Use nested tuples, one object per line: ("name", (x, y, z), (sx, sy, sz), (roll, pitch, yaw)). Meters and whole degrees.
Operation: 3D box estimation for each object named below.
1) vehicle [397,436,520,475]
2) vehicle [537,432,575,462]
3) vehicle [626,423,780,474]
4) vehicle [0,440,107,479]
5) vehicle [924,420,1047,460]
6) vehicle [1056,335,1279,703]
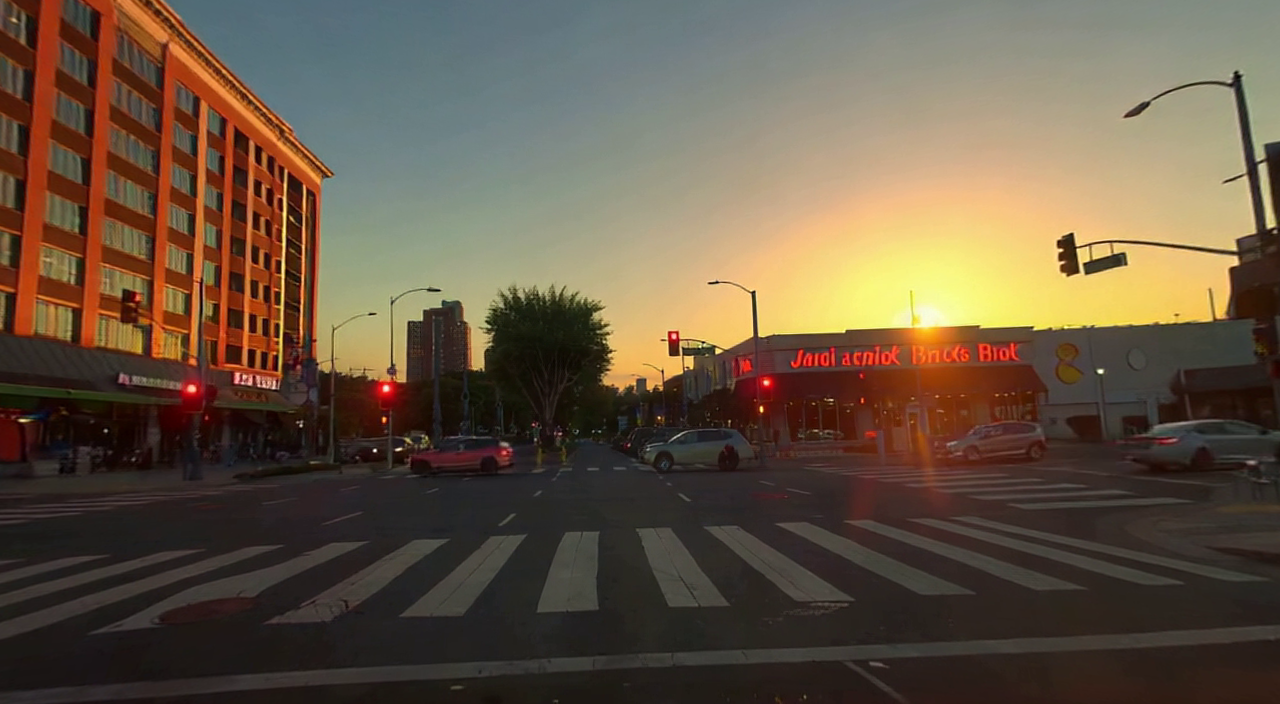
("vehicle", (-7.161, 4.135, 25.341), (4.475, 1.458, 1.681), (1, -9, -7))
("vehicle", (-5.086, 5.804, 38.623), (1.976, 1.683, 4.117), (0, -8, -4))
("vehicle", (1.963, 3.106, 20.430), (4.612, 1.521, 1.811), (1, -9, -10))
("vehicle", (-31.571, 5.642, 33.535), (2.205, 1.903, 5.877), (1, -9, -10))
("vehicle", (15.321, 3.918, 28.154), (4.513, 1.682, 1.810), (1, -9, -8))
("vehicle", (3.019, 0.603, 0.872), (1.866, 1.654, 4.354), (0, -8, 0))
